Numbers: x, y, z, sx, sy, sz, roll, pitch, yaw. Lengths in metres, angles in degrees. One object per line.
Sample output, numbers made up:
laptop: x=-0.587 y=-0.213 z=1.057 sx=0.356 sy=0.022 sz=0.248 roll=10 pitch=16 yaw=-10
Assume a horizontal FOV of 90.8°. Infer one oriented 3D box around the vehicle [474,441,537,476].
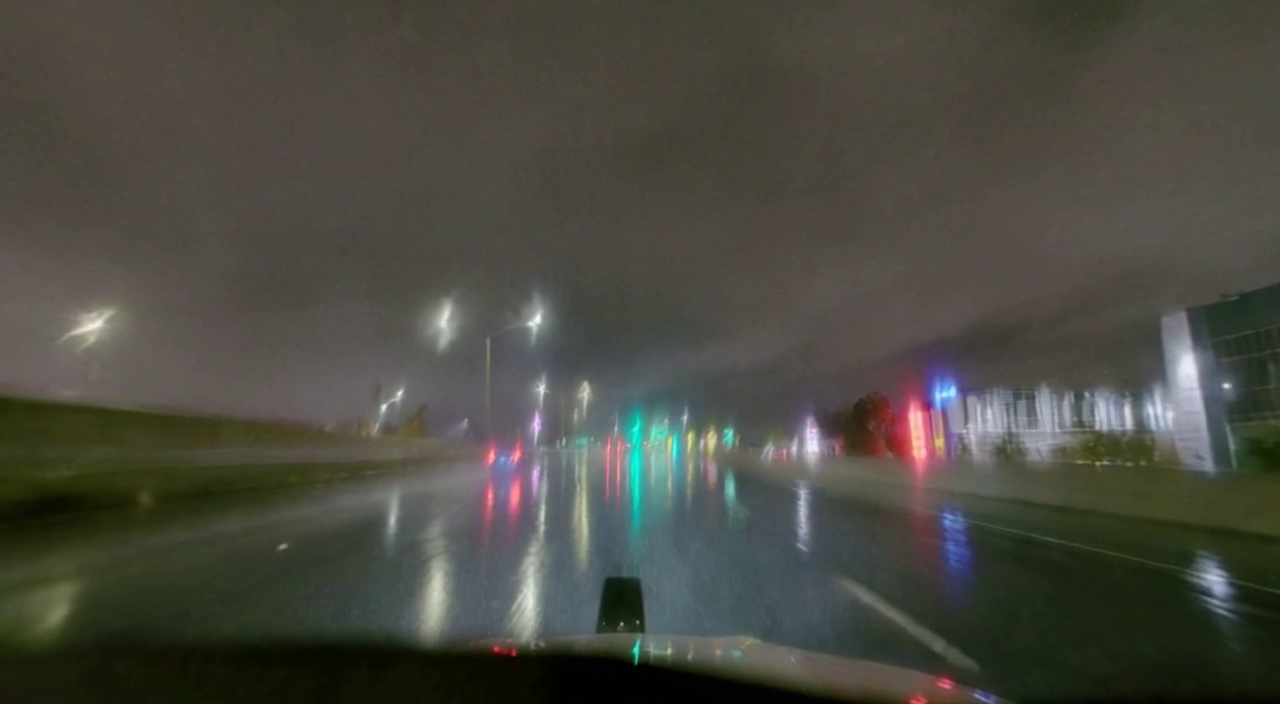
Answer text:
vehicle: x=-6.219 y=4.963 z=29.734 sx=1.990 sy=1.529 sz=4.288 roll=0 pitch=-8 yaw=0
